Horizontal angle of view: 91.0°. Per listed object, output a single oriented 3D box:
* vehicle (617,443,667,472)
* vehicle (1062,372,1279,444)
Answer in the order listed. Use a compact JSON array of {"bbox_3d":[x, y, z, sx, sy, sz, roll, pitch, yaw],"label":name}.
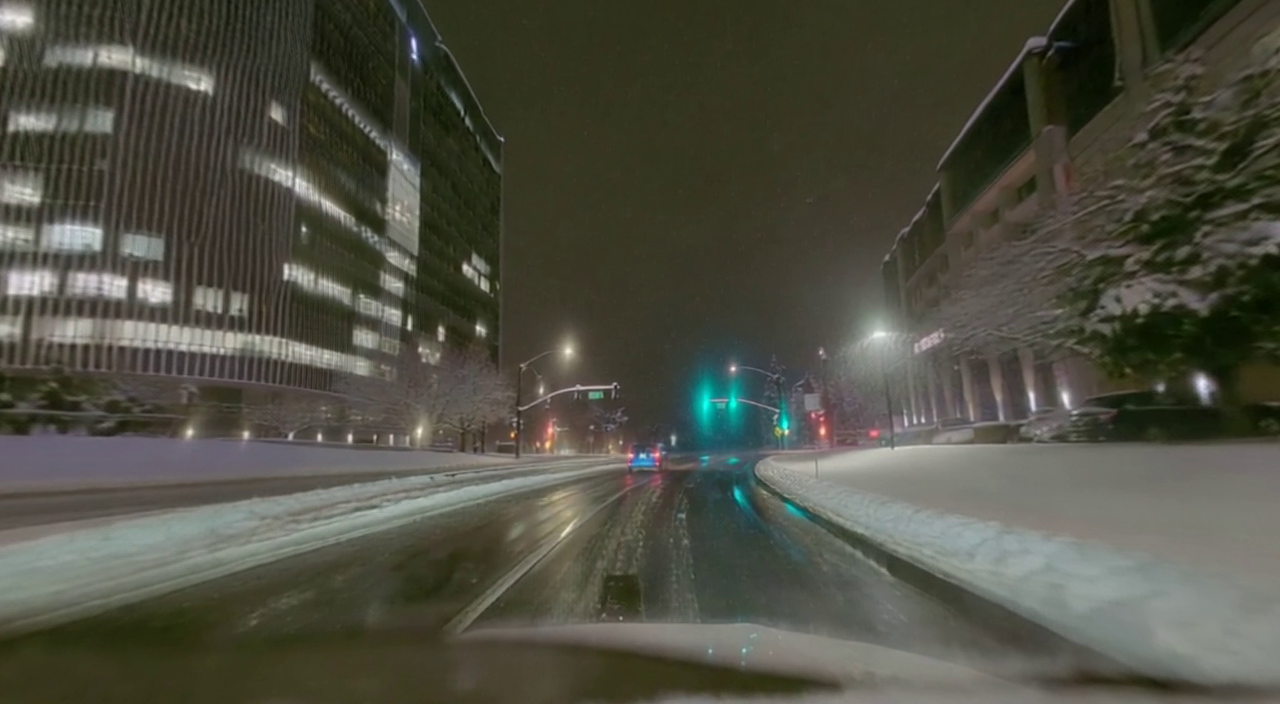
[{"bbox_3d":[0.206,5.742,34.509,1.971,1.486,4.380,-2,-9,11],"label":"vehicle"},{"bbox_3d":[14.071,1.505,16.393,4.586,1.716,1.992,-1,-9,3],"label":"vehicle"}]
